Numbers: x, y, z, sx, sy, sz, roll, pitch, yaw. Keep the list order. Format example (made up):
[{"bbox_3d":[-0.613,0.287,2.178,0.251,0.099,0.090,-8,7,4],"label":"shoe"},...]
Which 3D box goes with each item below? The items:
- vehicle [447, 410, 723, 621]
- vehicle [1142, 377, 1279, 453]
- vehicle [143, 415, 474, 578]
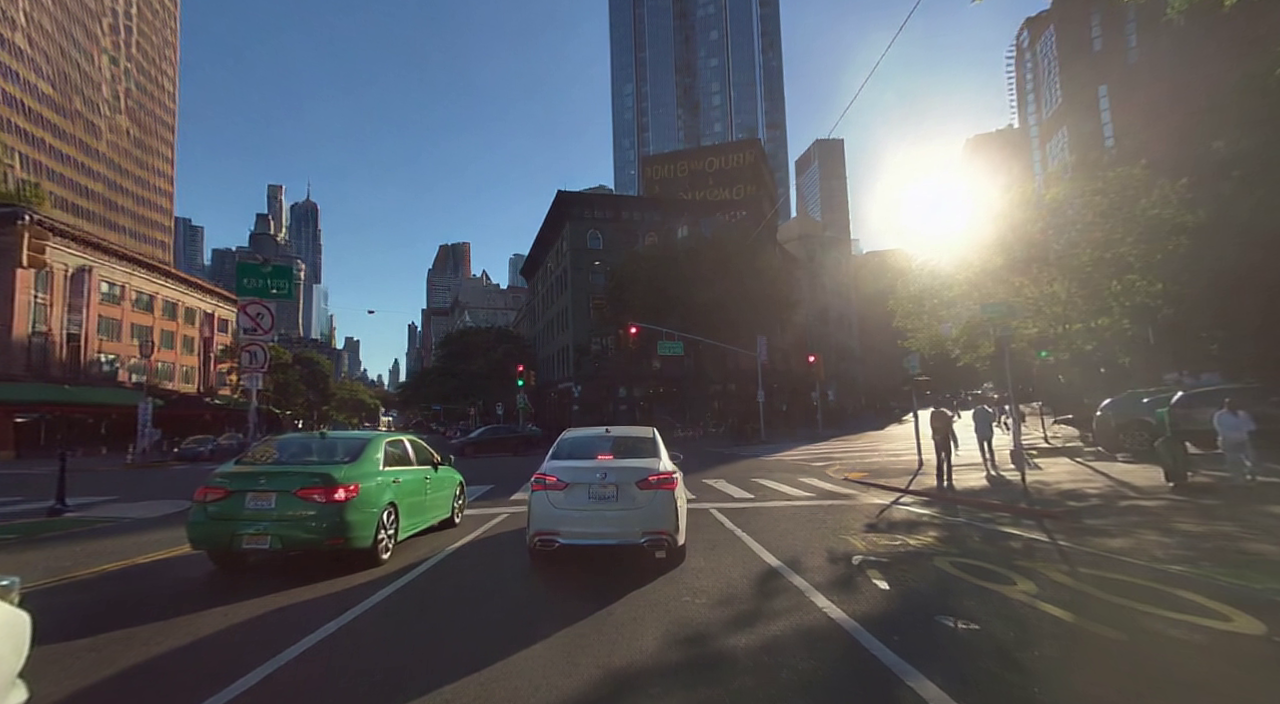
[{"bbox_3d":[-0.422,1.479,6.626,1.999,1.520,3.896,0,-8,-1],"label":"vehicle"},{"bbox_3d":[21.621,2.298,22.506,5.863,2.493,2.354,1,-9,-11],"label":"vehicle"},{"bbox_3d":[-3.705,1.686,8.175,1.934,1.522,4.287,0,-8,0],"label":"vehicle"}]
